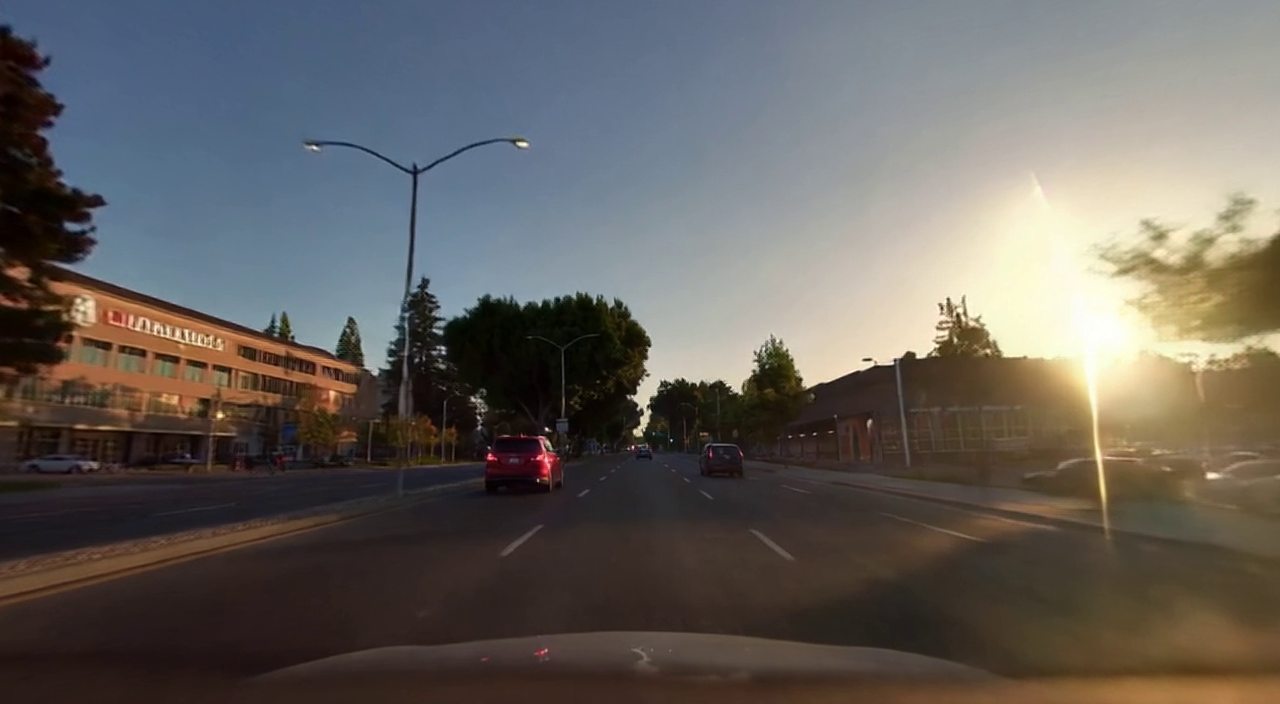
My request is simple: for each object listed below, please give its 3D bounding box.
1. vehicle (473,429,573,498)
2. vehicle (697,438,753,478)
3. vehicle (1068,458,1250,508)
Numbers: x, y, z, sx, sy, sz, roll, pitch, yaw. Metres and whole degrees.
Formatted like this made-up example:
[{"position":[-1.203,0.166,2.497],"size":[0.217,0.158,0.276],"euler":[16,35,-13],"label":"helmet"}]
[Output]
[{"position":[-3.356,3.313,19.016],"size":[2.047,1.810,4.414],"euler":[0,-9,1],"label":"vehicle"},{"position":[4.086,5.167,30.958],"size":[2.083,1.779,4.347],"euler":[1,-9,-1],"label":"vehicle"},{"position":[16.477,4.147,20.163],"size":[4.211,1.443,1.819],"euler":[1,-9,-1],"label":"vehicle"}]
